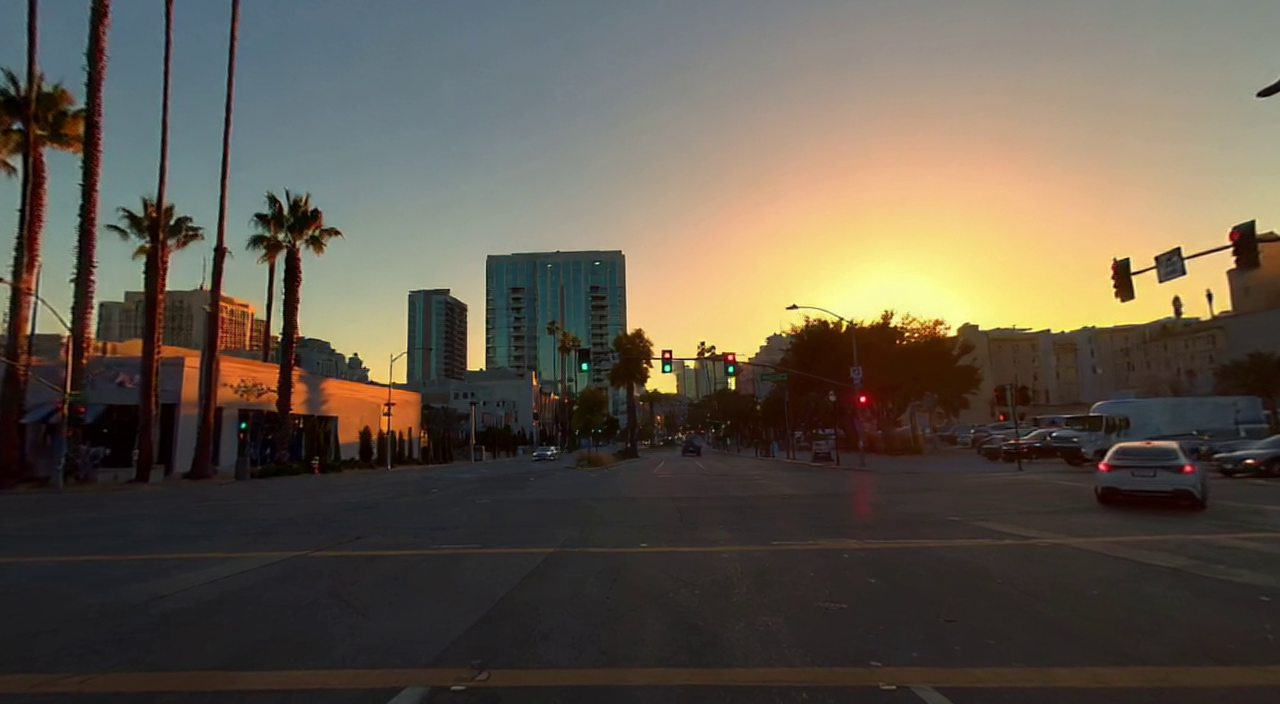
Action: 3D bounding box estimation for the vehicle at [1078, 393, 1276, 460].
[{"bbox_3d":[32.624,4.723,39.337,2.863,3.609,10.252,0,-8,-3],"label":"vehicle"}]

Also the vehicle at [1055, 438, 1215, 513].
[{"bbox_3d":[11.648,2.780,14.750,4.520,1.475,2.003,8,-11,-41],"label":"vehicle"}]
